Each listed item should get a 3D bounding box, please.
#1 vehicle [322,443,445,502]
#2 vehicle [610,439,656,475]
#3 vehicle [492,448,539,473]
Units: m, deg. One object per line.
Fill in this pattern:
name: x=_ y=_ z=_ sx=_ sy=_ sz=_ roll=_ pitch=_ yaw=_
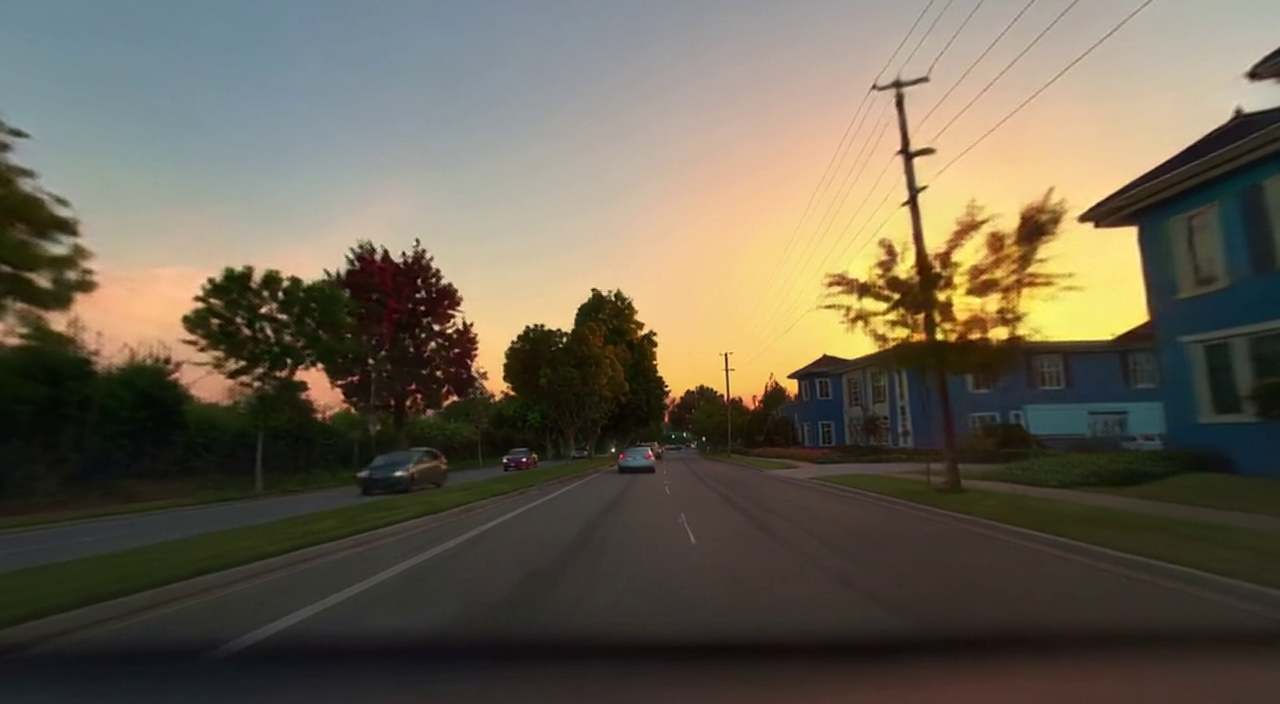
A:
vehicle: x=-8.545 y=4.023 z=21.550 sx=2.093 sy=1.772 sz=4.478 roll=0 pitch=-8 yaw=3
vehicle: x=-0.253 y=5.291 z=32.058 sx=2.129 sy=1.713 sz=4.314 roll=0 pitch=-8 yaw=2
vehicle: x=-8.105 y=7.075 z=41.437 sx=1.935 sy=1.522 sz=4.348 roll=0 pitch=-8 yaw=4
